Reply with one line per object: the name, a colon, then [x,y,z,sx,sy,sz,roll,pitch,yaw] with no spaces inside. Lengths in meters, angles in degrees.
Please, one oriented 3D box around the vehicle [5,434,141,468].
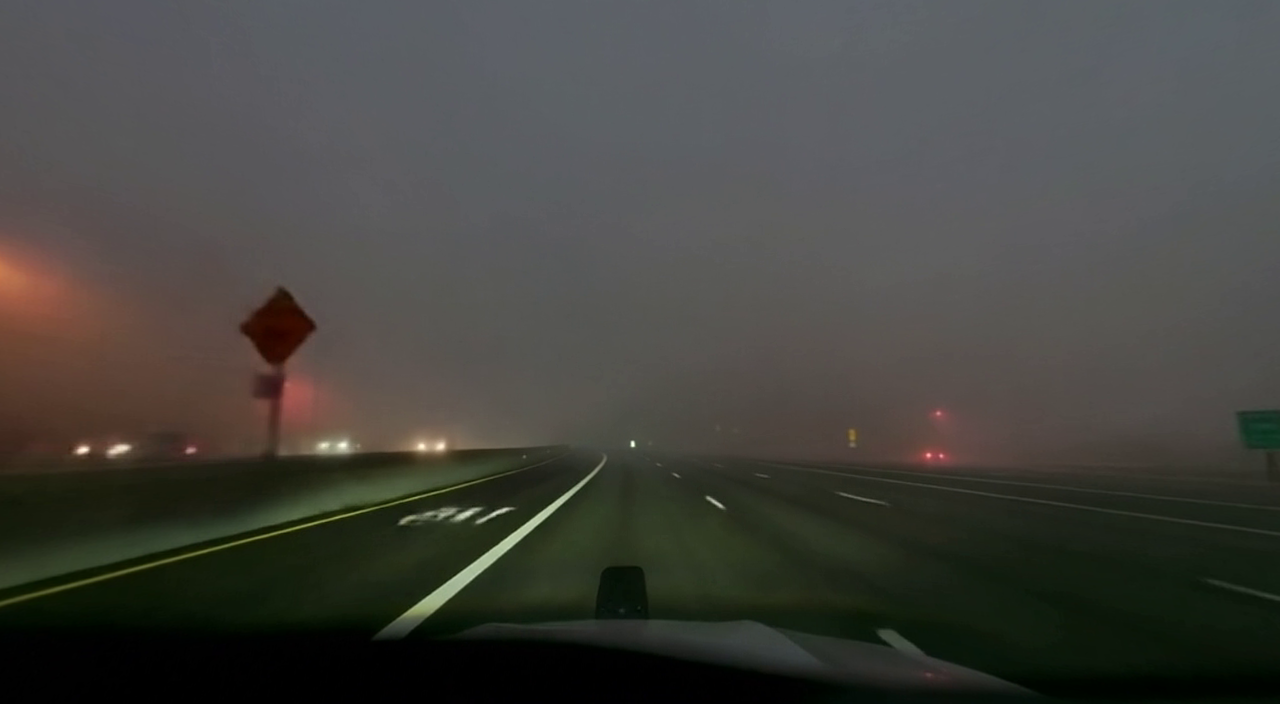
vehicle: [-26.335,4.629,29.592,2.027,1.457,4.742,0,-8,-1]
